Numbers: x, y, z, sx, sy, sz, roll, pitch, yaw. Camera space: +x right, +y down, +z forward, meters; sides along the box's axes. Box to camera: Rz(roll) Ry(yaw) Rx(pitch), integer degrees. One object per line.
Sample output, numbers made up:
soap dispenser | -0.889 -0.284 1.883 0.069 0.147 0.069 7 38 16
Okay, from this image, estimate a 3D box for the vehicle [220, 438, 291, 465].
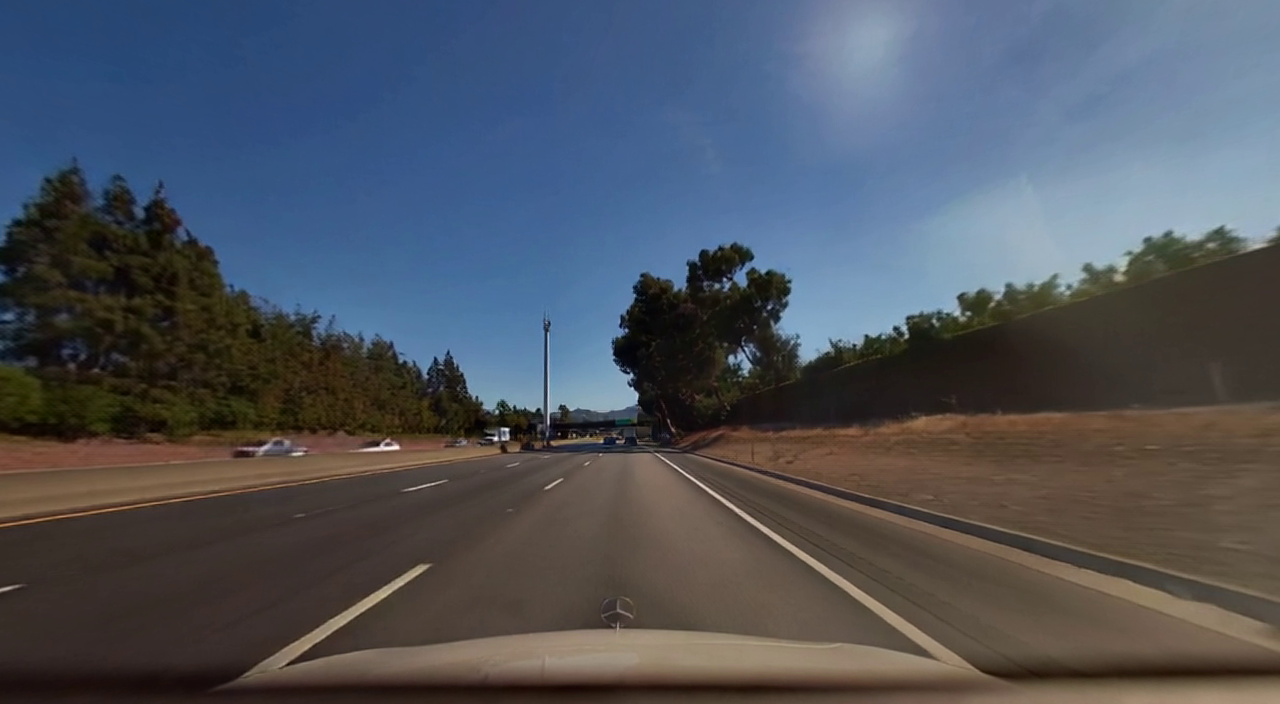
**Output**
vehicle | -24.771 6.384 40.671 1.877 1.586 4.313 0 -8 -1
